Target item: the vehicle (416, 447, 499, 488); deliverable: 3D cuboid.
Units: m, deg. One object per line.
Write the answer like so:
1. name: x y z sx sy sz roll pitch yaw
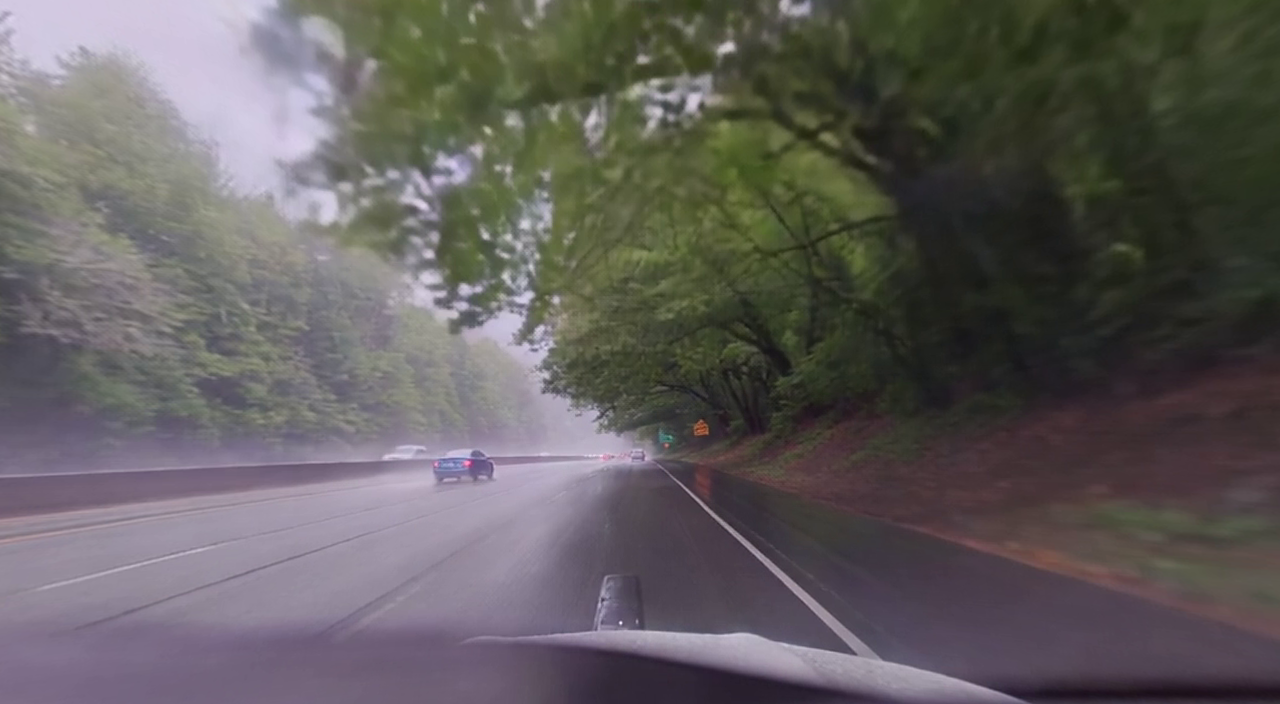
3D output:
1. vehicle: -7.658 4.851 26.944 2.094 1.579 4.655 0 -9 0

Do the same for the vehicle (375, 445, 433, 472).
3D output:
1. vehicle: -18.170 8.224 48.762 2.307 1.965 5.330 0 -9 1
